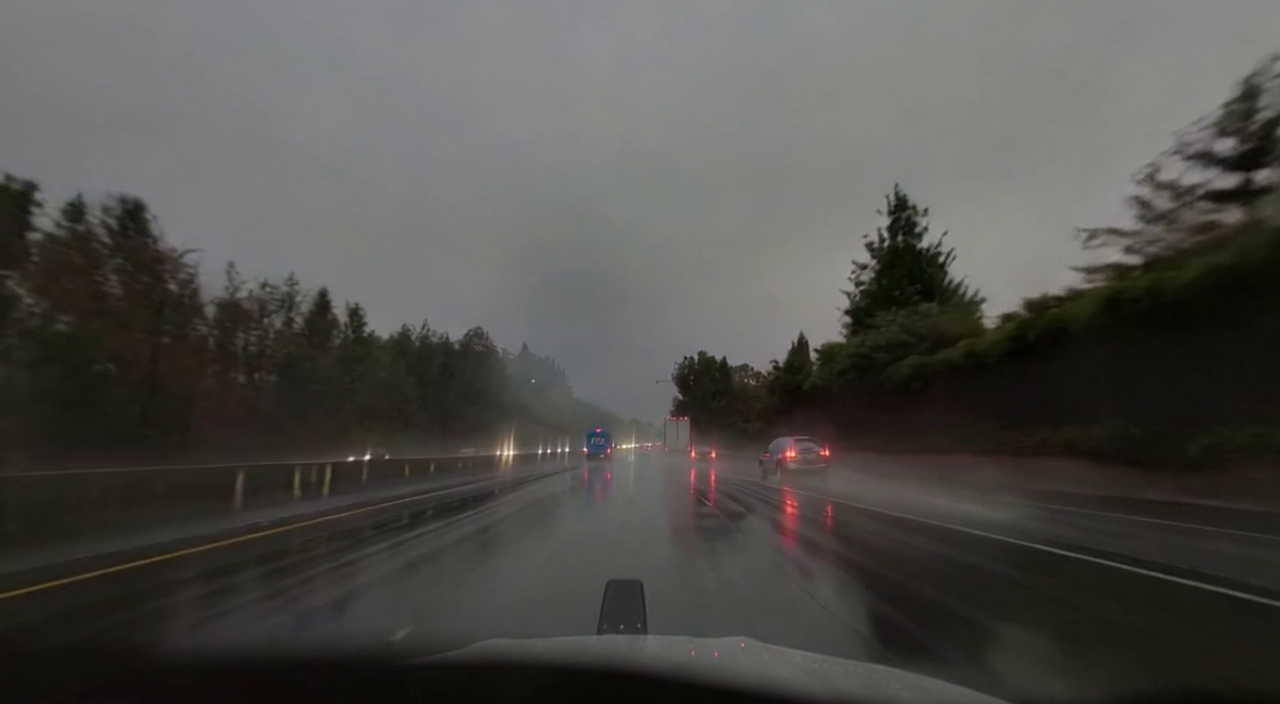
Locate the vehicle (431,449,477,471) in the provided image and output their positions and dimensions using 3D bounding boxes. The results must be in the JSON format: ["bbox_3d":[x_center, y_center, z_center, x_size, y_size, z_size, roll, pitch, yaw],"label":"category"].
[{"bbox_3d":[-13.022,7.582,44.440,1.931,1.484,4.452,0,-9,0],"label":"vehicle"}]

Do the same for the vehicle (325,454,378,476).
[{"bbox_3d":[-20.698,8.142,45.467,1.805,1.454,4.182,0,-9,1],"label":"vehicle"}]

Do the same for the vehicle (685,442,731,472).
[{"bbox_3d":[3.900,6.119,37.013,2.066,1.638,4.158,0,-9,-2],"label":"vehicle"}]

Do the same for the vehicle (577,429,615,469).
[{"bbox_3d":[-3.095,7.074,46.073,2.380,2.648,6.879,0,-9,-1],"label":"vehicle"}]
